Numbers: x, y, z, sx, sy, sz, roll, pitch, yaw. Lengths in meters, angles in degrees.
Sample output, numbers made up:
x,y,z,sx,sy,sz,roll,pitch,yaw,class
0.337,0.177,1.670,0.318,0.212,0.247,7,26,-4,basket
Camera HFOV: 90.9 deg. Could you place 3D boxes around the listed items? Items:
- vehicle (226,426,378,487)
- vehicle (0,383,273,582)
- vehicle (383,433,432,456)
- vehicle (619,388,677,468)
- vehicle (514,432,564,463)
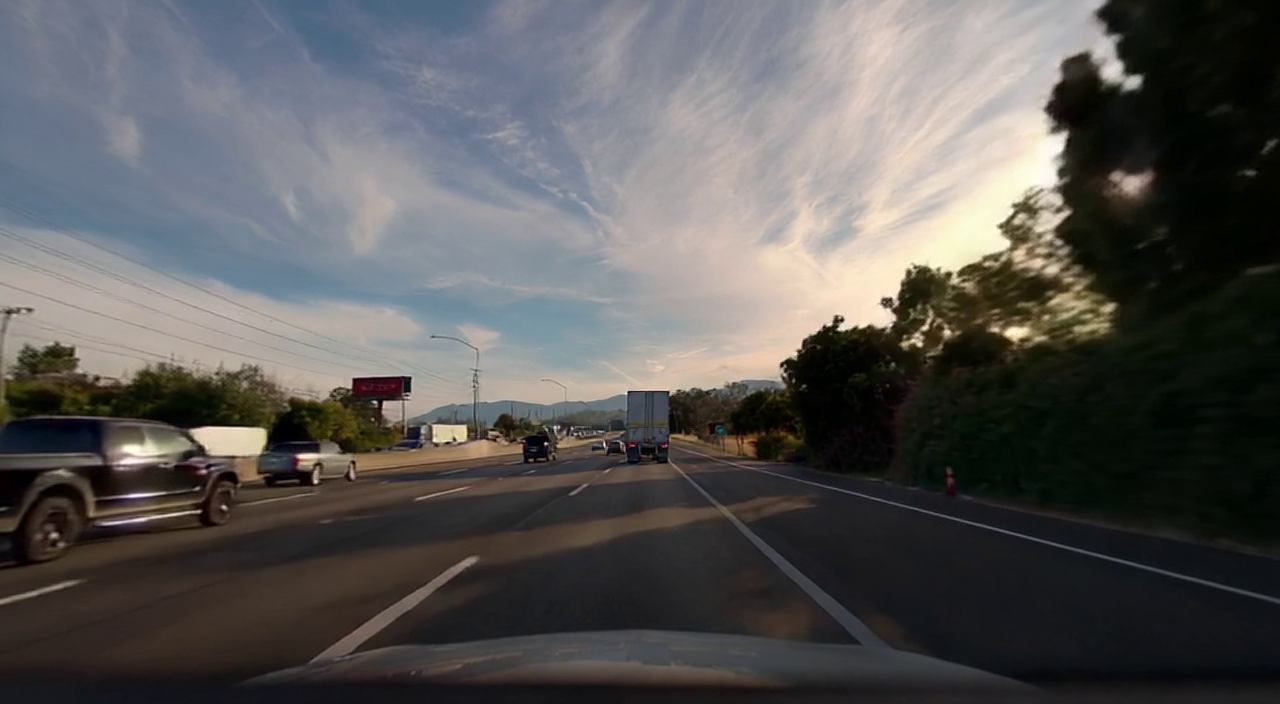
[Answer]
x,y,z,sx,sy,sz,roll,pitch,yaw,class
-10.889,3.413,20.925,2.010,1.766,5.365,0,-8,1,vehicle
-7.099,1.462,7.518,2.197,1.847,5.364,0,-8,0,vehicle
-17.662,7.074,48.079,1.906,1.656,4.683,0,-8,1,vehicle
0.636,4.644,37.534,2.879,4.027,11.243,-1,-8,2,vehicle
-6.590,6.336,41.896,2.263,1.936,5.802,0,-8,1,vehicle
